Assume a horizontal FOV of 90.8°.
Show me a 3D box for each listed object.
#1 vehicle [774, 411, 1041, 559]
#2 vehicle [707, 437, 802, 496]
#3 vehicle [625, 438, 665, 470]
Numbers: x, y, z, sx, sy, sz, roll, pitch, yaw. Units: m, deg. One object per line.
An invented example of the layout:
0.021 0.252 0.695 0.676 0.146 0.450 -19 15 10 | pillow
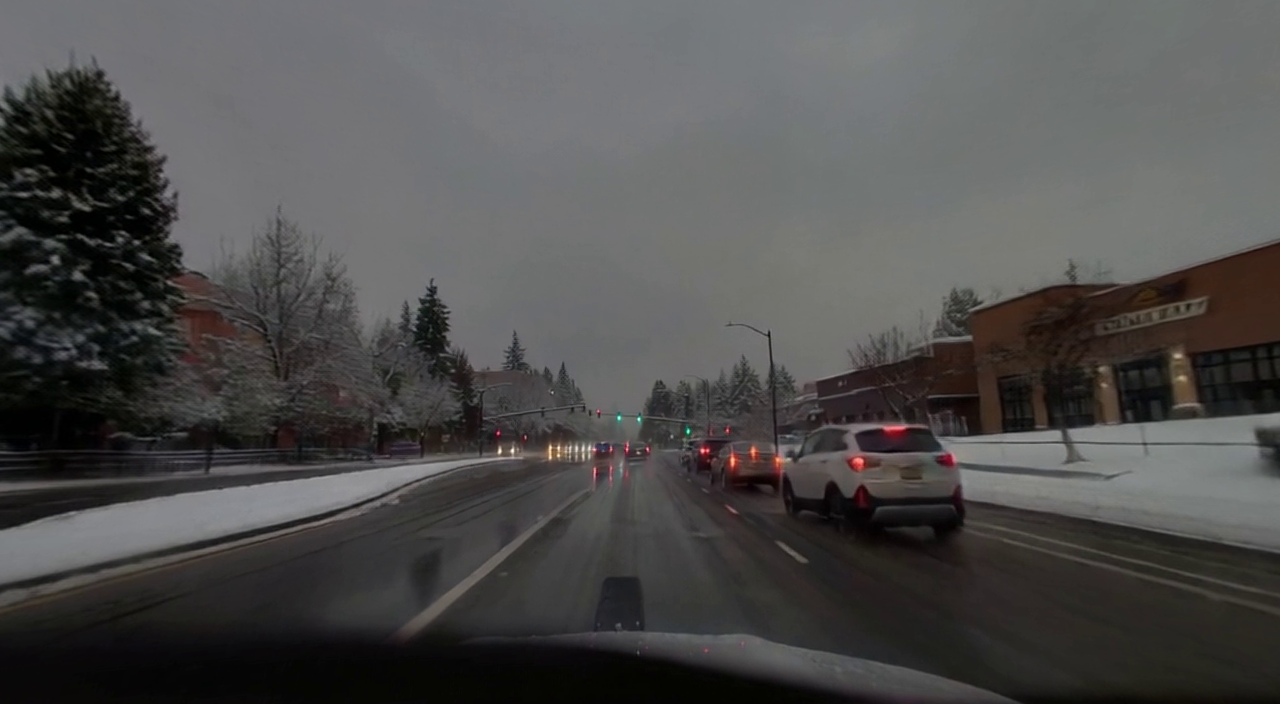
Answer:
3.496 1.820 9.317 2.085 1.668 4.077 0 -8 -1 | vehicle
3.173 3.260 18.471 1.864 1.484 4.662 0 -8 0 | vehicle
0.214 5.388 33.549 2.023 1.532 3.891 0 -8 -1 | vehicle
